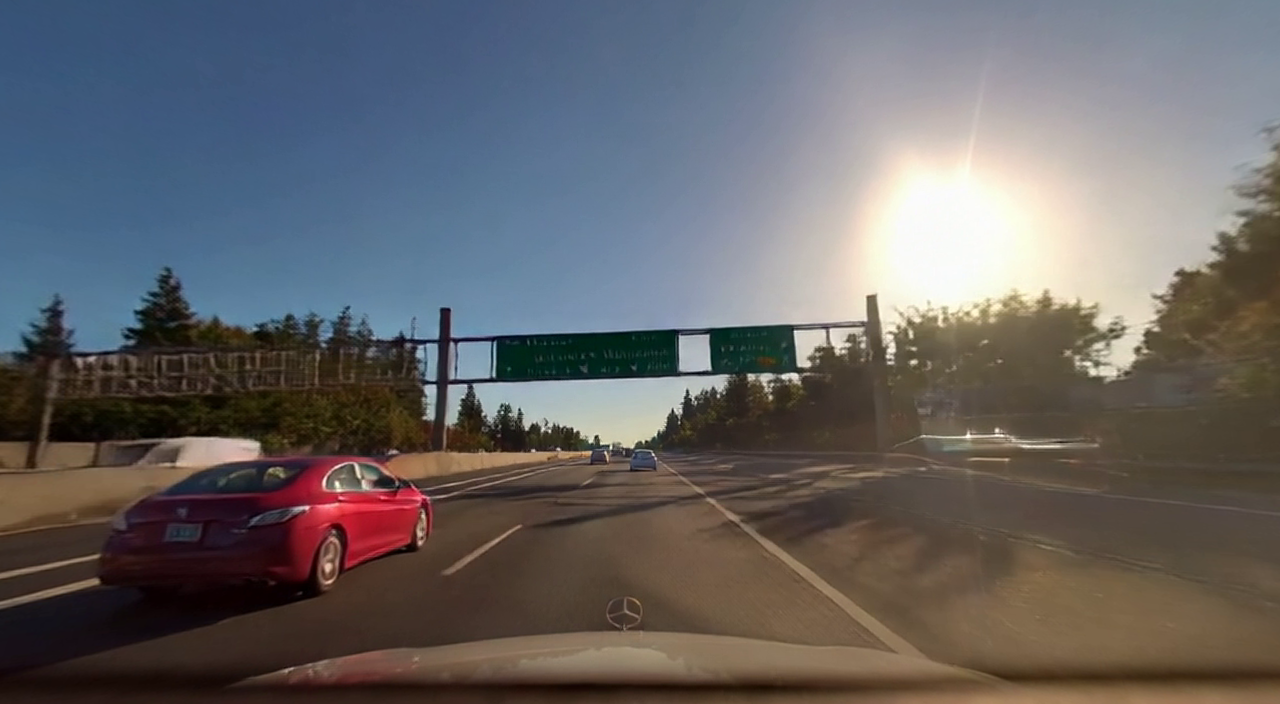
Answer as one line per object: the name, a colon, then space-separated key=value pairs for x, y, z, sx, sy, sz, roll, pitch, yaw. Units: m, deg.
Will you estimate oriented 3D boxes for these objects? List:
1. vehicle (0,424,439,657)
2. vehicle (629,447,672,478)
vehicle: x=-3.707 y=1.535 z=6.180 sx=2.062 sy=1.474 sz=4.151 roll=0 pitch=-9 yaw=1
vehicle: x=0.480 y=5.417 z=31.095 sx=2.002 sy=1.449 sz=3.612 roll=0 pitch=-9 yaw=0
